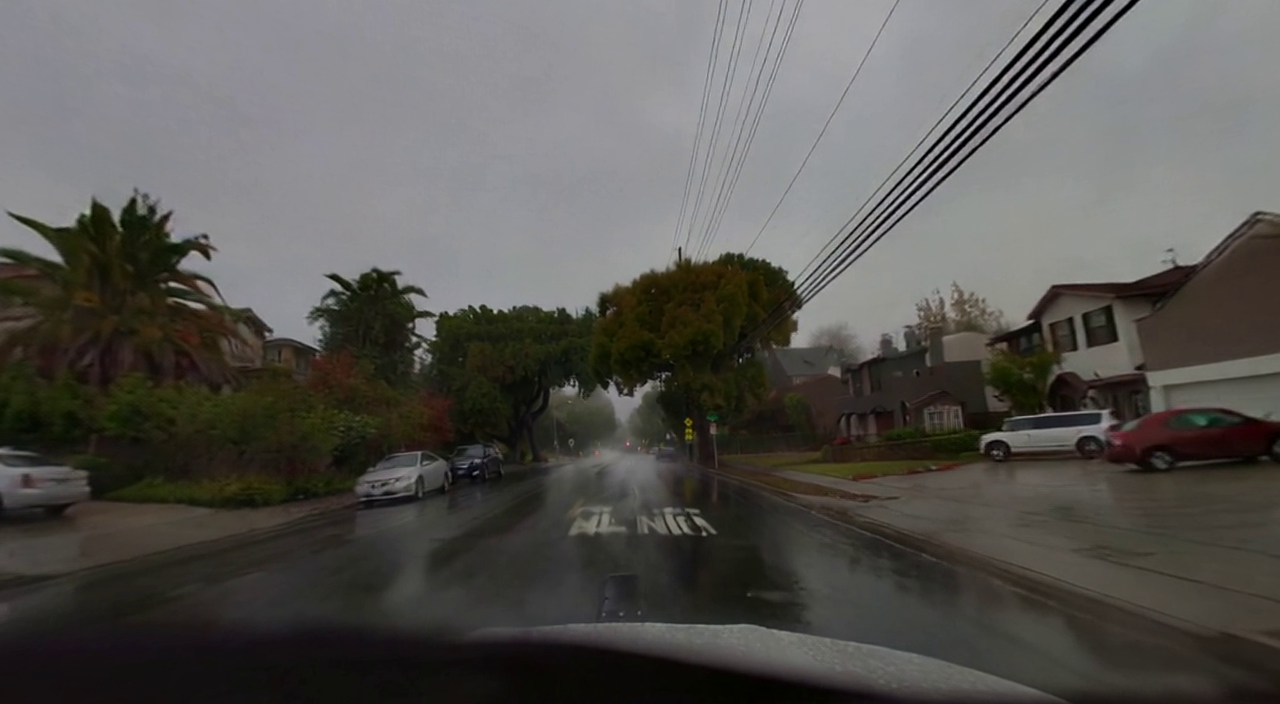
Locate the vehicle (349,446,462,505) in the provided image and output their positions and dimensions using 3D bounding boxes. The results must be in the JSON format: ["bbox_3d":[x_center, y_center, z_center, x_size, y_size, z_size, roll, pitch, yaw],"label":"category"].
[{"bbox_3d":[-7.125,3.764,19.668,2.041,1.587,3.920,-2,-9,0],"label":"vehicle"}]

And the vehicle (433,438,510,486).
[{"bbox_3d":[-7.254,4.785,27.682,2.135,1.787,4.452,-4,-9,0],"label":"vehicle"}]

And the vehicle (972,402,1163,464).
[{"bbox_3d":[13.610,2.588,20.553,4.836,1.789,2.229,-4,-7,29],"label":"vehicle"}]

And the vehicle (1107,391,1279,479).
[{"bbox_3d":[13.594,1.893,14.580,4.145,1.767,1.880,-9,-10,30],"label":"vehicle"}]

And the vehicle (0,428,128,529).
[{"bbox_3d":[-13.828,2.553,13.042,4.432,1.870,2.299,0,-9,-1],"label":"vehicle"}]
